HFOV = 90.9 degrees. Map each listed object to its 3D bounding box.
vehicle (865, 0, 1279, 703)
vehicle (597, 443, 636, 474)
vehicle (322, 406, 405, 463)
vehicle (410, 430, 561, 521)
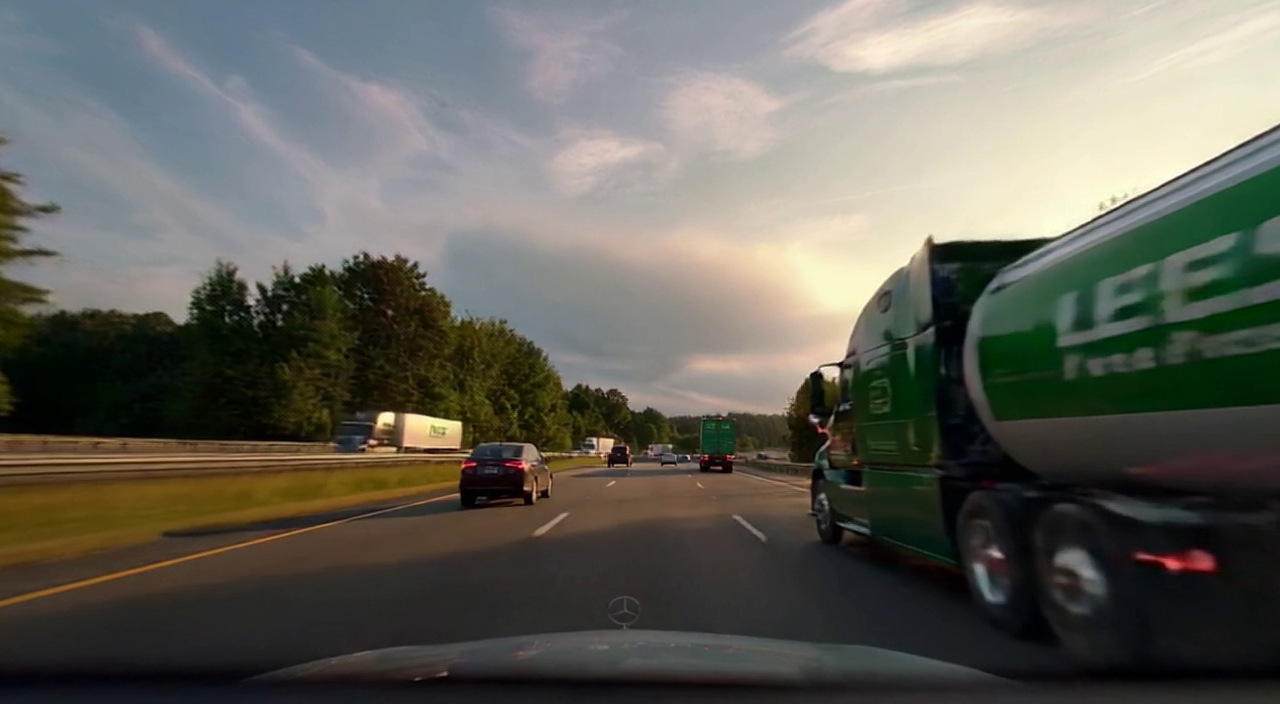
[{"bbox_3d":[4.137,-0.052,2.074,2.732,3.585,11.338,0,-9,1],"label":"vehicle"},{"bbox_3d":[-1.598,7.586,45.124,2.201,2.038,5.065,-1,-9,4],"label":"vehicle"},{"bbox_3d":[-20.425,6.196,46.958,2.943,3.973,5.837,-1,-9,5],"label":"vehicle"},{"bbox_3d":[-3.241,2.717,14.318,2.205,1.728,4.397,0,-9,1],"label":"vehicle"}]
